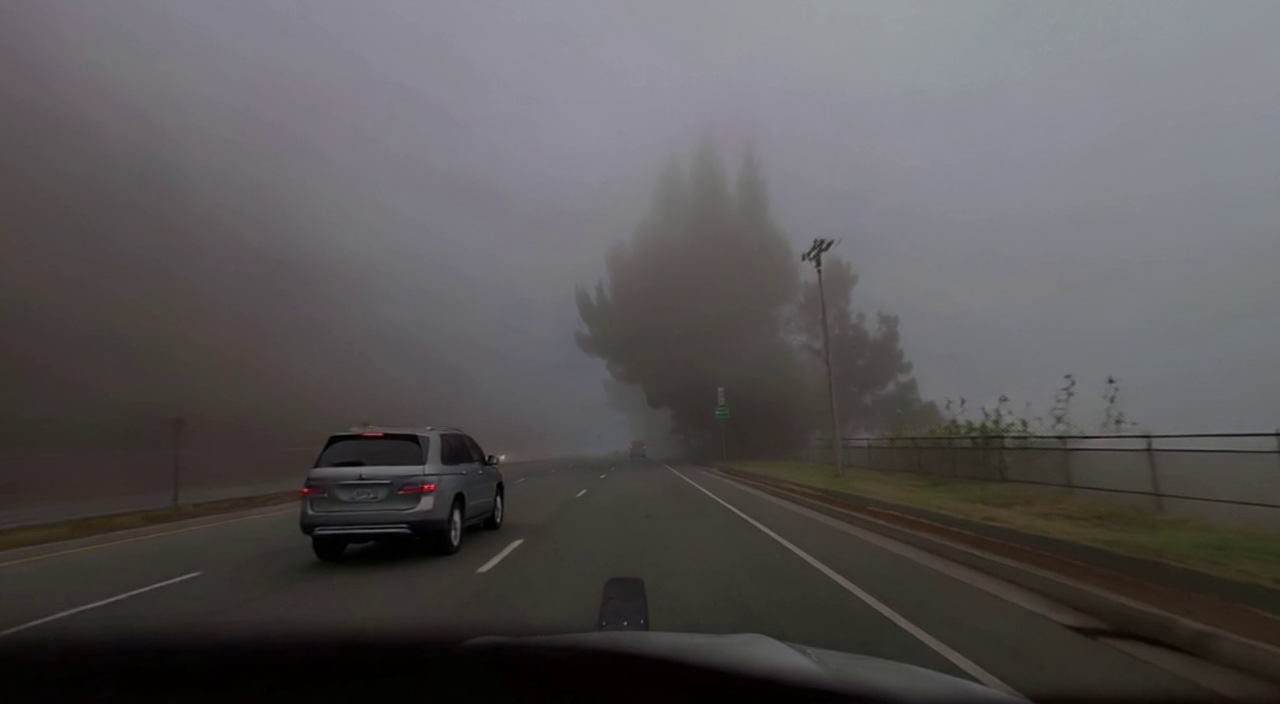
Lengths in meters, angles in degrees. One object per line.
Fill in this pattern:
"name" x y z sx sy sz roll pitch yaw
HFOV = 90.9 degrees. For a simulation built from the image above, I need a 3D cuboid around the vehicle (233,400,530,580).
"vehicle" -3.106 1.774 8.968 2.160 1.855 4.695 0 -8 1
